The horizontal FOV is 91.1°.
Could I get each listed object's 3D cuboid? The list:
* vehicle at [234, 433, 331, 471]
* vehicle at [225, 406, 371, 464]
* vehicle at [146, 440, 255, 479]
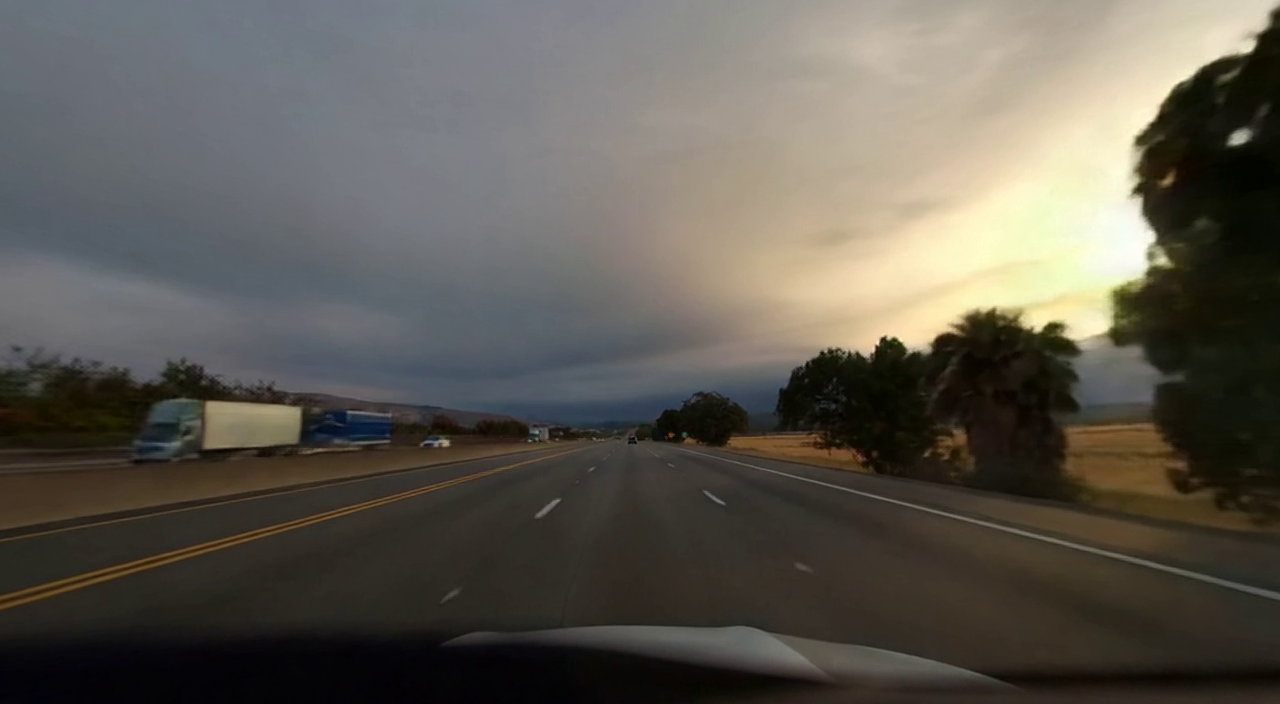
[{"bbox_3d":[-15.948,4.459,28.343,1.909,1.534,4.298,0,-8,-2],"label":"vehicle"},{"bbox_3d":[-23.690,5.957,44.990,3.162,3.528,13.512,0,-8,-1],"label":"vehicle"},{"bbox_3d":[-19.467,4.742,28.120,1.882,1.540,4.180,0,-8,-1],"label":"vehicle"}]
